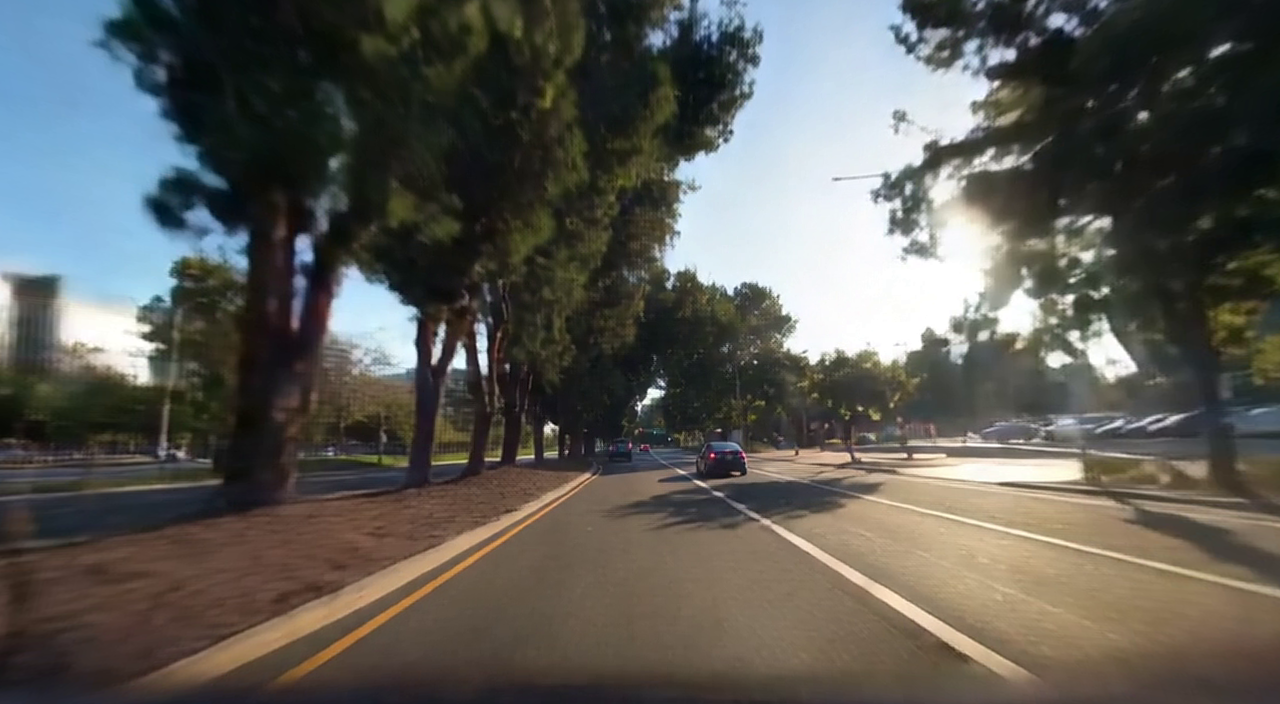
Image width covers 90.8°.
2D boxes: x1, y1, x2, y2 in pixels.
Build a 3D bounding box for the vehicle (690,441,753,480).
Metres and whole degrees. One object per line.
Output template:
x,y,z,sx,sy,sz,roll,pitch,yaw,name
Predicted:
3.378,4.600,27.039,1.948,1.479,4.620,0,-9,-1,vehicle
